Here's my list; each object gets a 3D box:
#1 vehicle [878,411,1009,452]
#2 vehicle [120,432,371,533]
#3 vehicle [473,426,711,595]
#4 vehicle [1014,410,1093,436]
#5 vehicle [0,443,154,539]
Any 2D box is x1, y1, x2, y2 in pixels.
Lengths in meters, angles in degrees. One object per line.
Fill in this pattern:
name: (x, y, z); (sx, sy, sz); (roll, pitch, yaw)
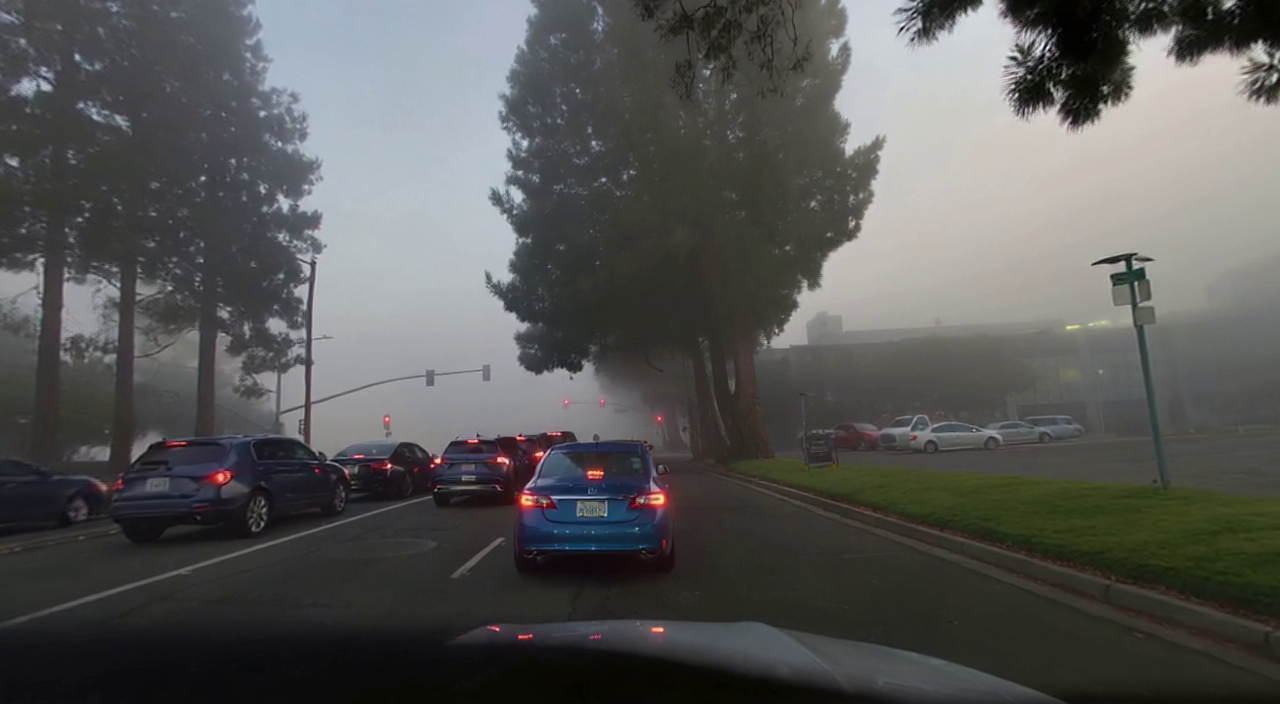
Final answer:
vehicle: (13.930, 3.703, 29.229); (4.975, 1.809, 1.956); (0, -9, 1)
vehicle: (-7.274, 2.432, 12.350); (2.096, 1.593, 4.288); (0, -9, 1)
vehicle: (-0.416, 1.710, 7.634); (2.104, 1.472, 3.946); (0, -9, 0)
vehicle: (30.273, 5.261, 46.436); (4.627, 1.671, 1.929); (-5, -10, 28)
vehicle: (-10.817, 2.246, 10.435); (2.039, 1.447, 4.496); (0, -9, -1)
